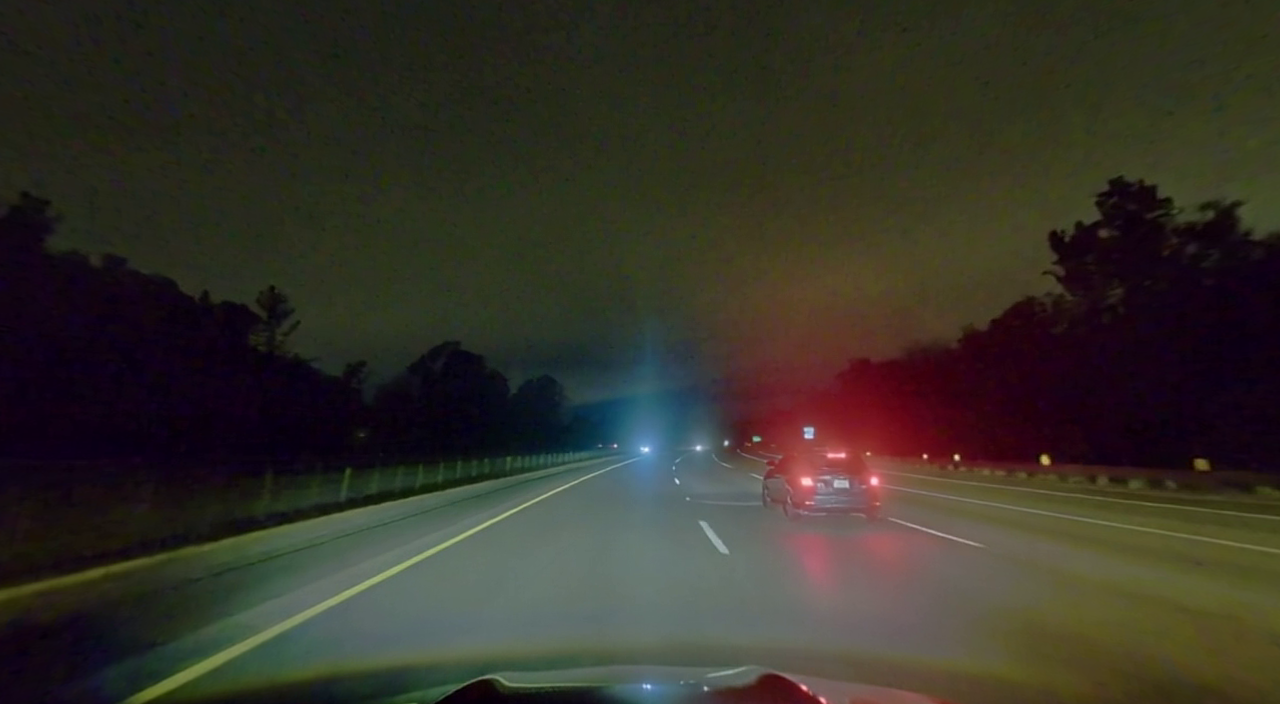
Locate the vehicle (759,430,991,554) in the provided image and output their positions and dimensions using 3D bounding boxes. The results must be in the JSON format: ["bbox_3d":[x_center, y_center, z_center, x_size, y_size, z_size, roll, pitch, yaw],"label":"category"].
[{"bbox_3d":[3.409,2.105,10.250,2.050,1.546,4.344,0,-8,0],"label":"vehicle"}]
